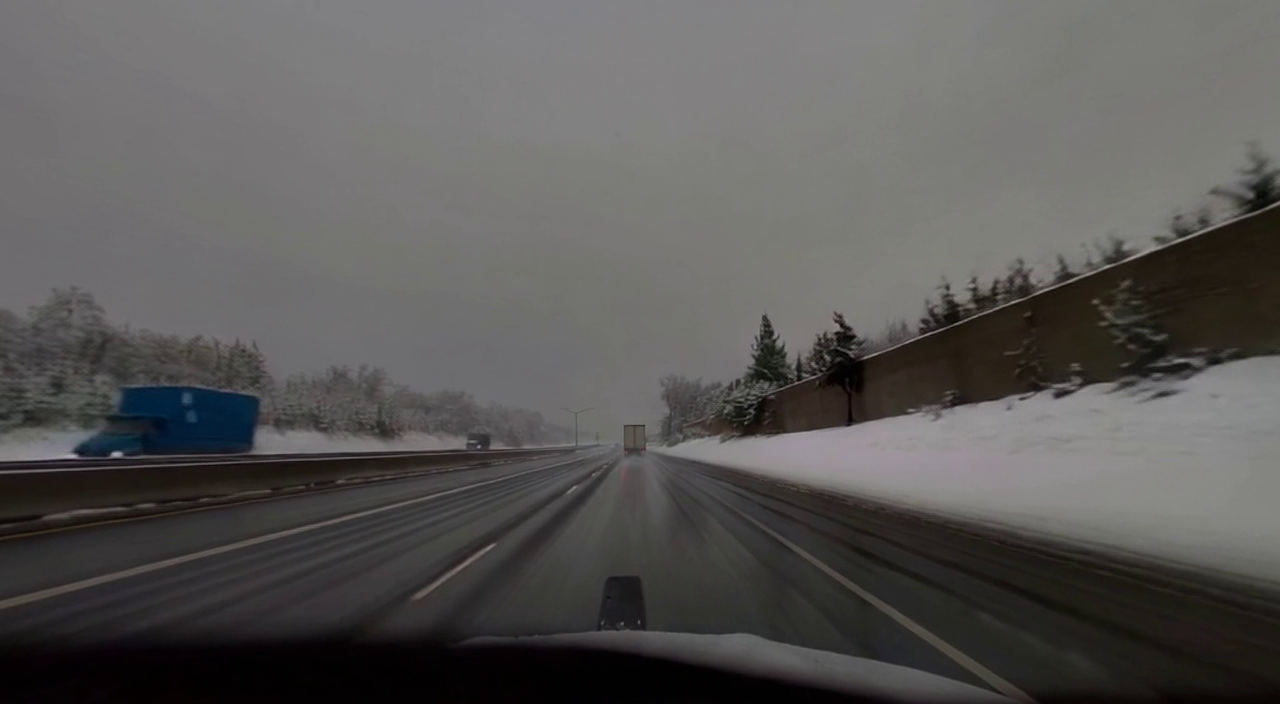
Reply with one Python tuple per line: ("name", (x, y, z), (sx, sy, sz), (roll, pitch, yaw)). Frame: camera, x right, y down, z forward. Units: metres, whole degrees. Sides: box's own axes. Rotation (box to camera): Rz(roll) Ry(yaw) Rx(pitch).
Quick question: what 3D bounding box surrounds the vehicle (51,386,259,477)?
("vehicle", (-23.023, 4.004, 30.911), (2.935, 3.764, 8.983), (0, -9, 0))
